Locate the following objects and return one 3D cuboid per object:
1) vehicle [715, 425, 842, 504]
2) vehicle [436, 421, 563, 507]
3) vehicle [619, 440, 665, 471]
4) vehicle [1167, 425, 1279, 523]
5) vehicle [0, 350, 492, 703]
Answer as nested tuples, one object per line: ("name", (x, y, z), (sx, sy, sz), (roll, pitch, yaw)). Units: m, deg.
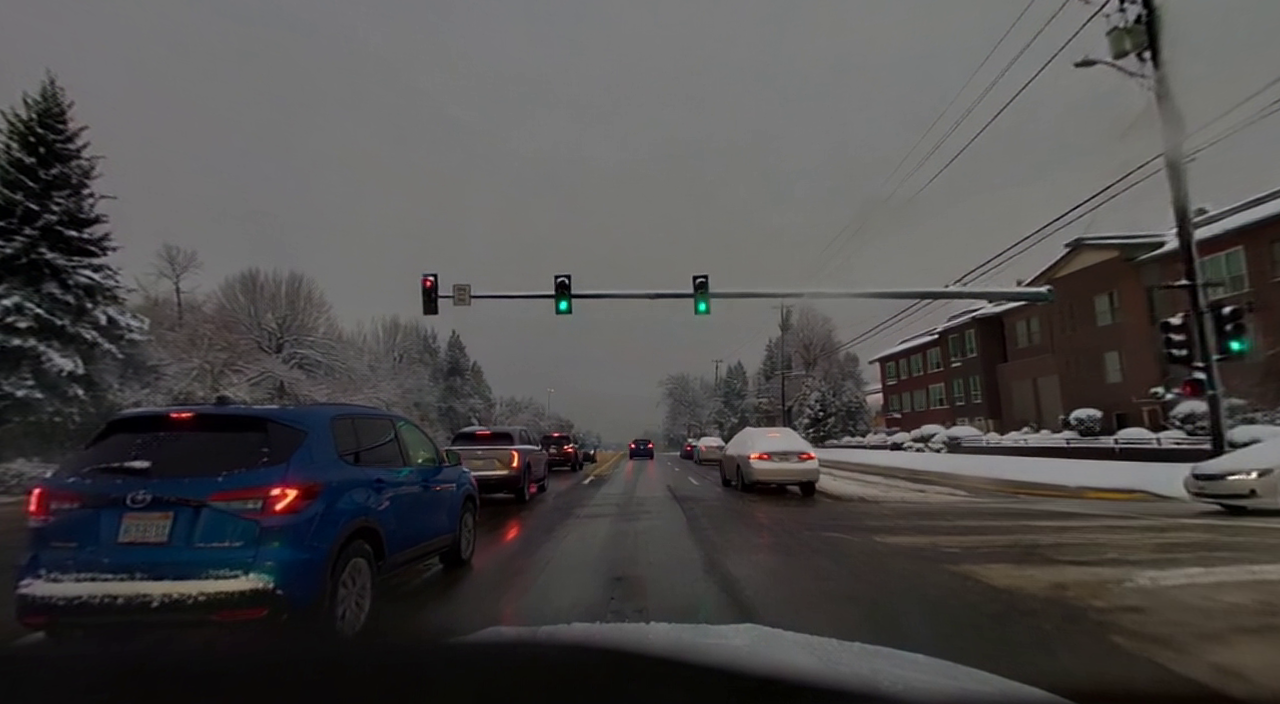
("vehicle", (3.359, 2.855, 16.396), (2.201, 1.734, 4.564), (0, -8, -1))
("vehicle", (-3.137, 2.617, 15.116), (1.958, 1.744, 4.315), (0, -8, 1))
("vehicle", (0.096, 5.299, 32.471), (2.185, 1.515, 4.215), (0, -8, 0))
("vehicle", (11.970, 2.041, 10.688), (4.119, 1.574, 2.028), (-4, -9, 24))
("vehicle", (-2.881, 1.176, 5.288), (2.127, 1.754, 4.287), (0, -8, 2))
